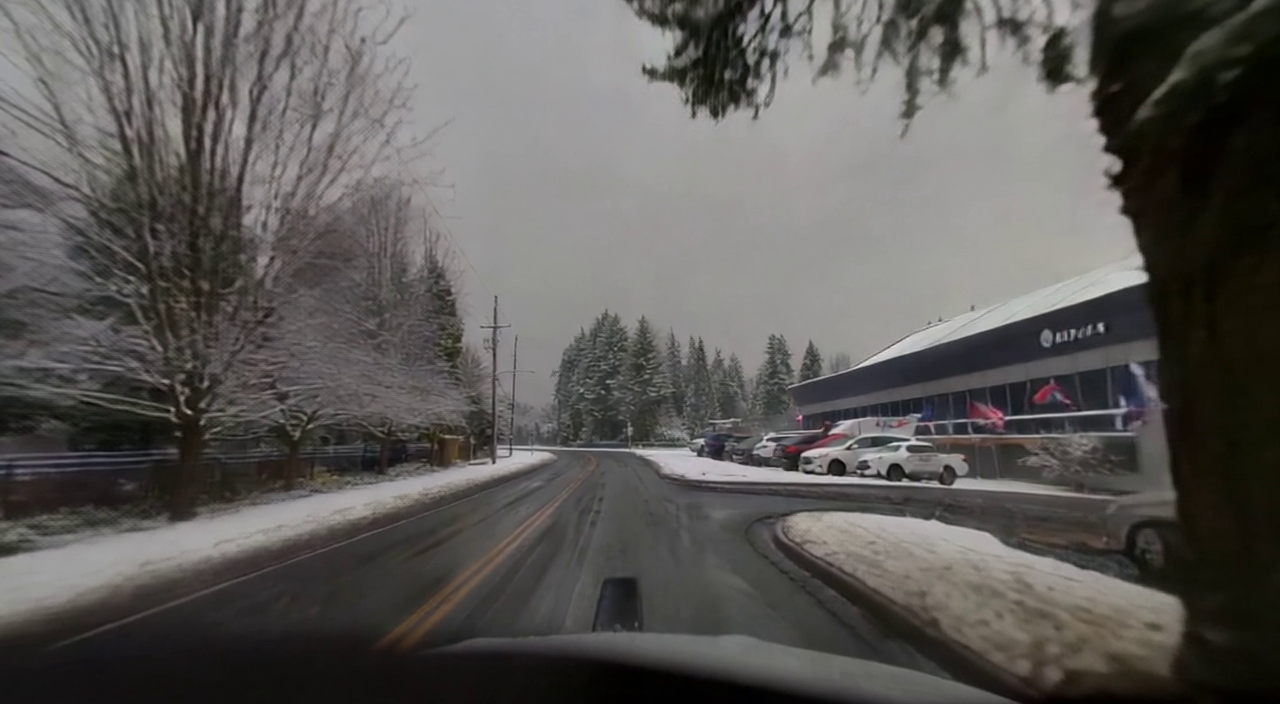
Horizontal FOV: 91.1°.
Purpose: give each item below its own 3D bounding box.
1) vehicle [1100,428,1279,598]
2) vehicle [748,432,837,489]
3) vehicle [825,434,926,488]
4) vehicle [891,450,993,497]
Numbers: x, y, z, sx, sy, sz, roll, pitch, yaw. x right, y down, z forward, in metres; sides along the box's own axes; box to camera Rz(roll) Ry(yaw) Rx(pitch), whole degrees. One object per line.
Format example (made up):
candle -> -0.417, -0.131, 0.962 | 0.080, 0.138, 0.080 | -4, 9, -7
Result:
vehicle -> 8.486, 1.875, 7.374 | 2.113, 1.945, 4.546 | 2, -9, -13
vehicle -> 5.476, 3.951, 23.127 | 1.977, 1.860, 4.237 | 0, -9, -3
vehicle -> 8.257, 3.866, 22.547 | 1.924, 1.713, 4.627 | 0, -9, 2
vehicle -> 10.768, 4.320, 22.747 | 1.819, 1.494, 3.834 | 0, -9, 1
